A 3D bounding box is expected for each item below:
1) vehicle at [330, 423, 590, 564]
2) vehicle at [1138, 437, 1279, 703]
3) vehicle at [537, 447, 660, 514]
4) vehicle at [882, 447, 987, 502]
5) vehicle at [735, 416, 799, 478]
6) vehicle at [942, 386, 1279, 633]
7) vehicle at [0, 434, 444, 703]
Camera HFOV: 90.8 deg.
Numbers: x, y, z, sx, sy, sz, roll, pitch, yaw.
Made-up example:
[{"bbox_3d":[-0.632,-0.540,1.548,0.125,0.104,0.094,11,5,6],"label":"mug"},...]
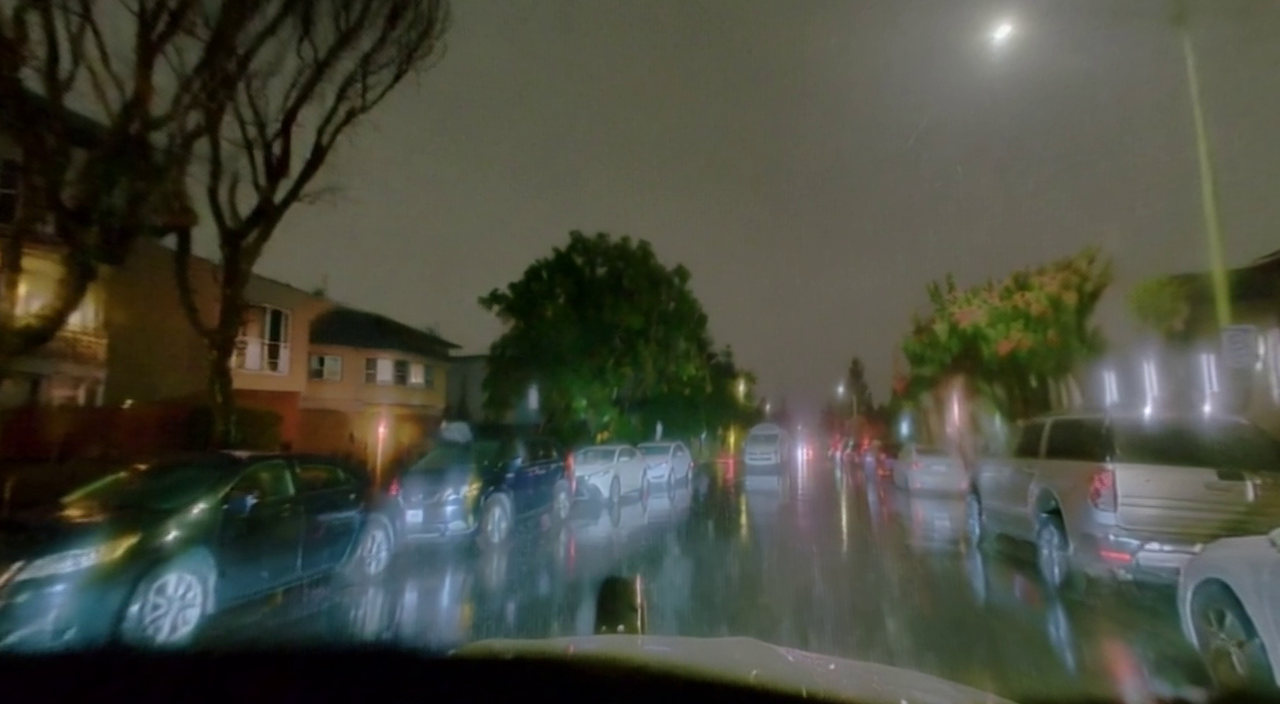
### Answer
[{"bbox_3d":[-2.644,2.239,10.941,2.203,1.815,4.972,-2,-9,12],"label":"vehicle"},{"bbox_3d":[4.116,1.013,2.145,1.992,1.456,4.610,-2,-9,14],"label":"vehicle"},{"bbox_3d":[-0.903,3.311,16.957,1.861,1.474,4.749,-2,-9,15],"label":"vehicle"},{"bbox_3d":[8.804,3.643,19.315,1.813,1.468,4.267,-1,-9,10],"label":"vehicle"},{"bbox_3d":[6.871,5.019,33.511,2.716,2.887,6.781,-2,-8,16],"label":"vehicle"},{"bbox_3d":[5.320,1.562,7.317,2.182,1.900,4.779,-2,-9,13],"label":"vehicle"},{"bbox_3d":[-3.817,1.556,5.801,1.855,1.510,4.406,-2,-9,13],"label":"vehicle"}]
